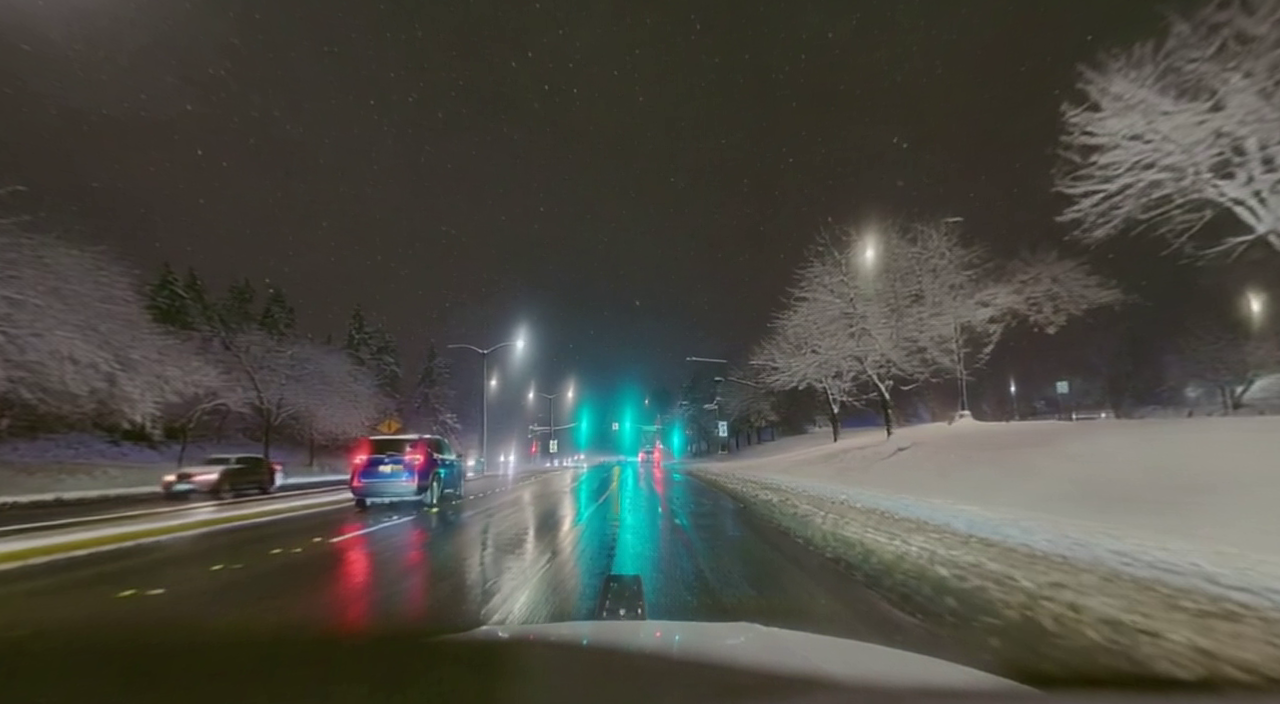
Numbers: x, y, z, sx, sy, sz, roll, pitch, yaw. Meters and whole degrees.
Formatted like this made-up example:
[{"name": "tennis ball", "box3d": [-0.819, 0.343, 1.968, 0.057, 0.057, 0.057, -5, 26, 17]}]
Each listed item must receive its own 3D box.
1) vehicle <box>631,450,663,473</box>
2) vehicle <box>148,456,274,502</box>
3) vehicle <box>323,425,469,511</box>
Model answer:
[{"name": "vehicle", "box3d": [0.413, 7.548, 43.545, 2.091, 1.494, 3.962, 0, -9, -1]}, {"name": "vehicle", "box3d": [-16.059, 4.731, 23.846, 1.914, 1.508, 4.004, 0, -9, 0]}, {"name": "vehicle", "box3d": [-6.070, 2.924, 16.310, 2.027, 1.908, 4.273, 0, -9, 0]}]
